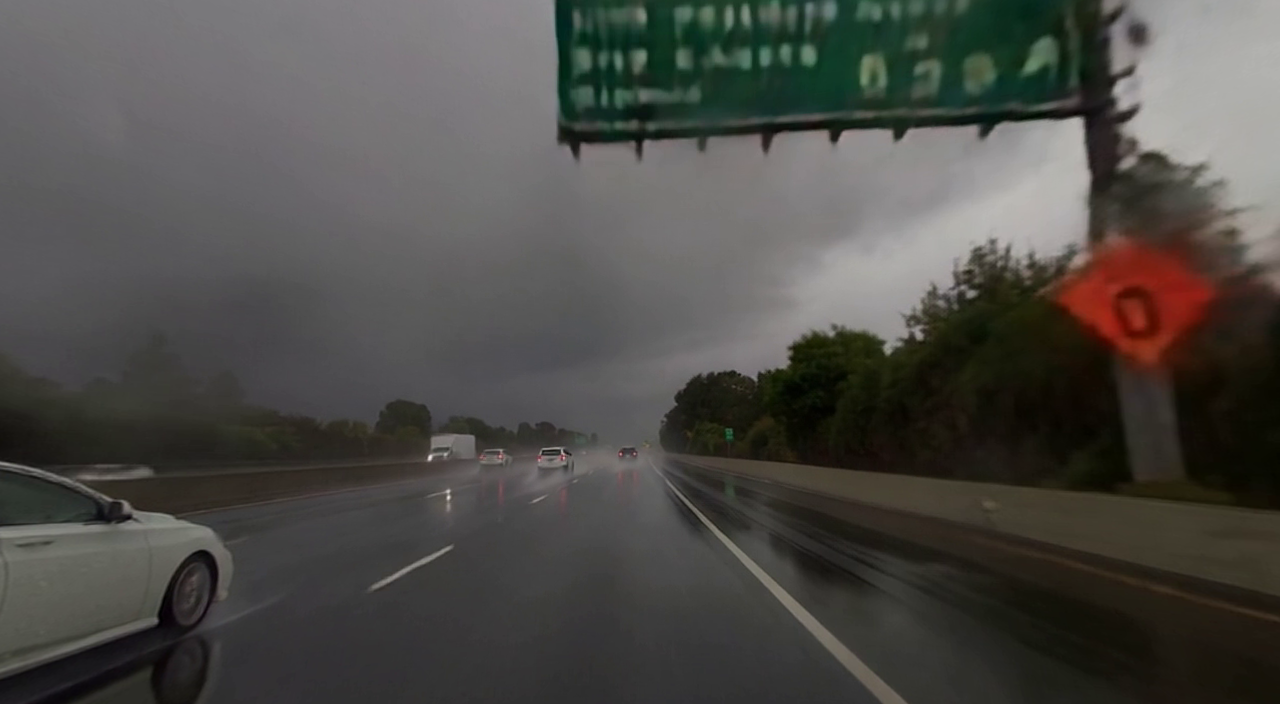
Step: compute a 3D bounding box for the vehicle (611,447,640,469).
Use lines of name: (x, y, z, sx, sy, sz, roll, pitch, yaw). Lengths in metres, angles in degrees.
vehicle: (-1.048, 7.636, 45.381, 2.023, 1.479, 3.718, 0, -9, -1)

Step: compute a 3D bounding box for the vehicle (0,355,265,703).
vehicle: (-4.036, 0.872, 2.642, 2.074, 1.779, 4.588, 0, -9, -1)

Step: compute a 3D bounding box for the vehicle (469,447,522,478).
vehicle: (-7.715, 5.922, 33.812, 1.936, 1.516, 3.904, 0, -9, 0)

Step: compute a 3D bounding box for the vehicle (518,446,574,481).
vehicle: (-4.250, 5.115, 28.954, 1.988, 1.477, 4.118, 0, -9, 0)
